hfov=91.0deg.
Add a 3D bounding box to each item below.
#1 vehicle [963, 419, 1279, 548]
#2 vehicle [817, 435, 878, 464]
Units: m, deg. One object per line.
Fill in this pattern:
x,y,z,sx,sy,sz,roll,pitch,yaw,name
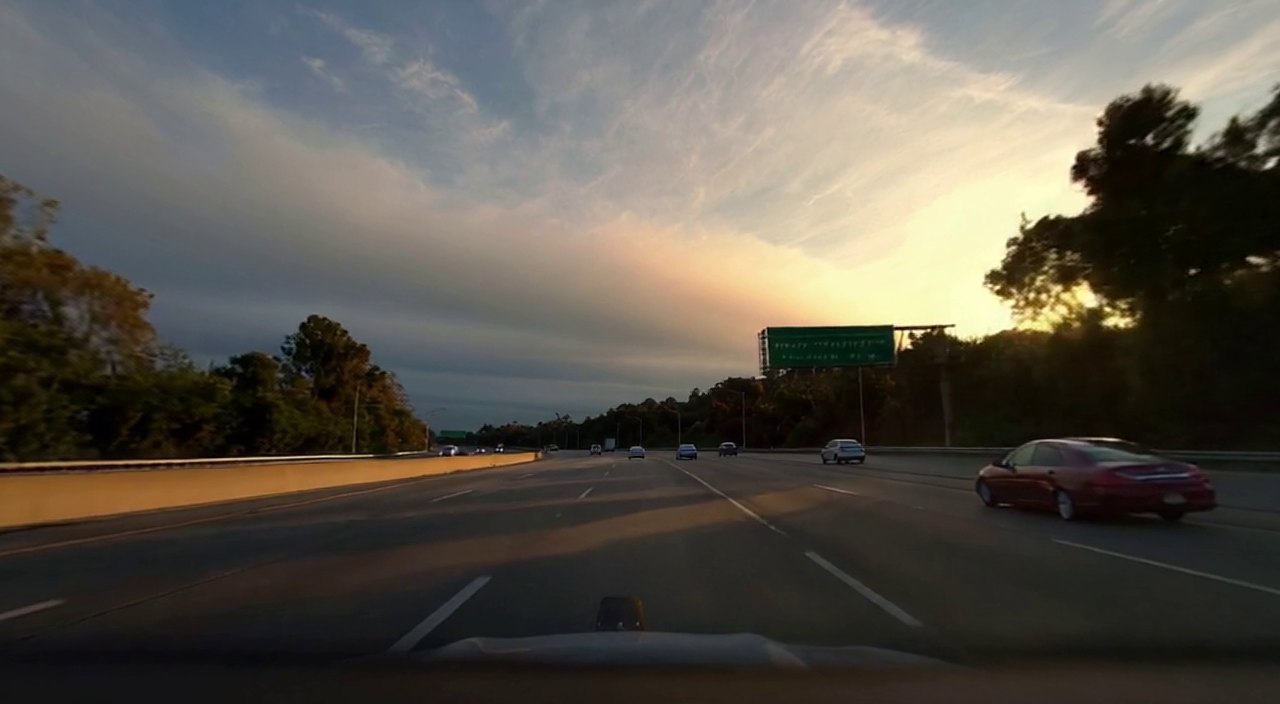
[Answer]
7.565,2.028,10.385,2.124,1.661,4.267,0,-8,-1,vehicle
13.985,6.613,42.791,2.107,1.803,5.385,0,-8,-2,vehicle
